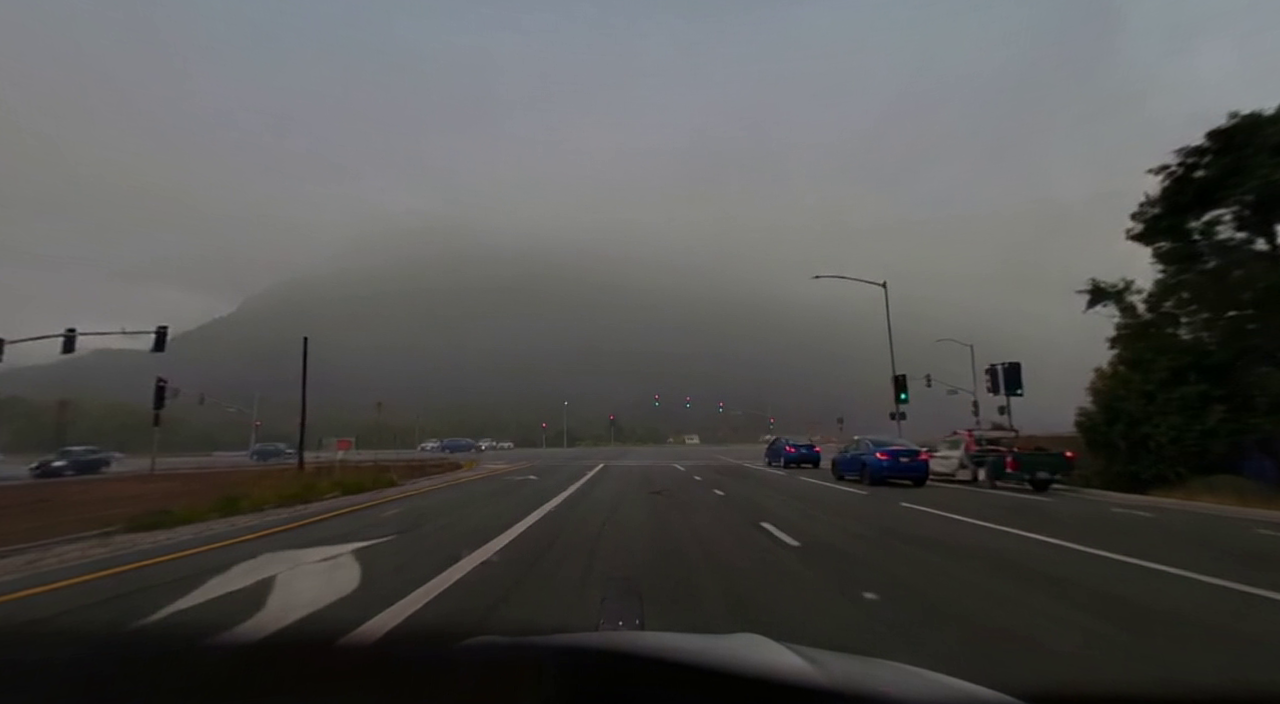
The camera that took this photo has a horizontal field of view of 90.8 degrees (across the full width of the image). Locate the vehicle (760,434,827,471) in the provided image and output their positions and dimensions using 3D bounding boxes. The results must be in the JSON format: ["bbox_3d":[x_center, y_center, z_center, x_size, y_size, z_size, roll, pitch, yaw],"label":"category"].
[{"bbox_3d":[6.944,4.584,29.030,1.899,1.570,4.666,0,-8,0],"label":"vehicle"}]

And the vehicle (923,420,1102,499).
[{"bbox_3d":[9.582,2.806,16.824,1.977,1.773,4.646,0,-8,1],"label":"vehicle"}]

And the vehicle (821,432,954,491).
[{"bbox_3d":[6.963,3.135,18.407,1.990,1.480,4.624,0,-8,0],"label":"vehicle"}]
